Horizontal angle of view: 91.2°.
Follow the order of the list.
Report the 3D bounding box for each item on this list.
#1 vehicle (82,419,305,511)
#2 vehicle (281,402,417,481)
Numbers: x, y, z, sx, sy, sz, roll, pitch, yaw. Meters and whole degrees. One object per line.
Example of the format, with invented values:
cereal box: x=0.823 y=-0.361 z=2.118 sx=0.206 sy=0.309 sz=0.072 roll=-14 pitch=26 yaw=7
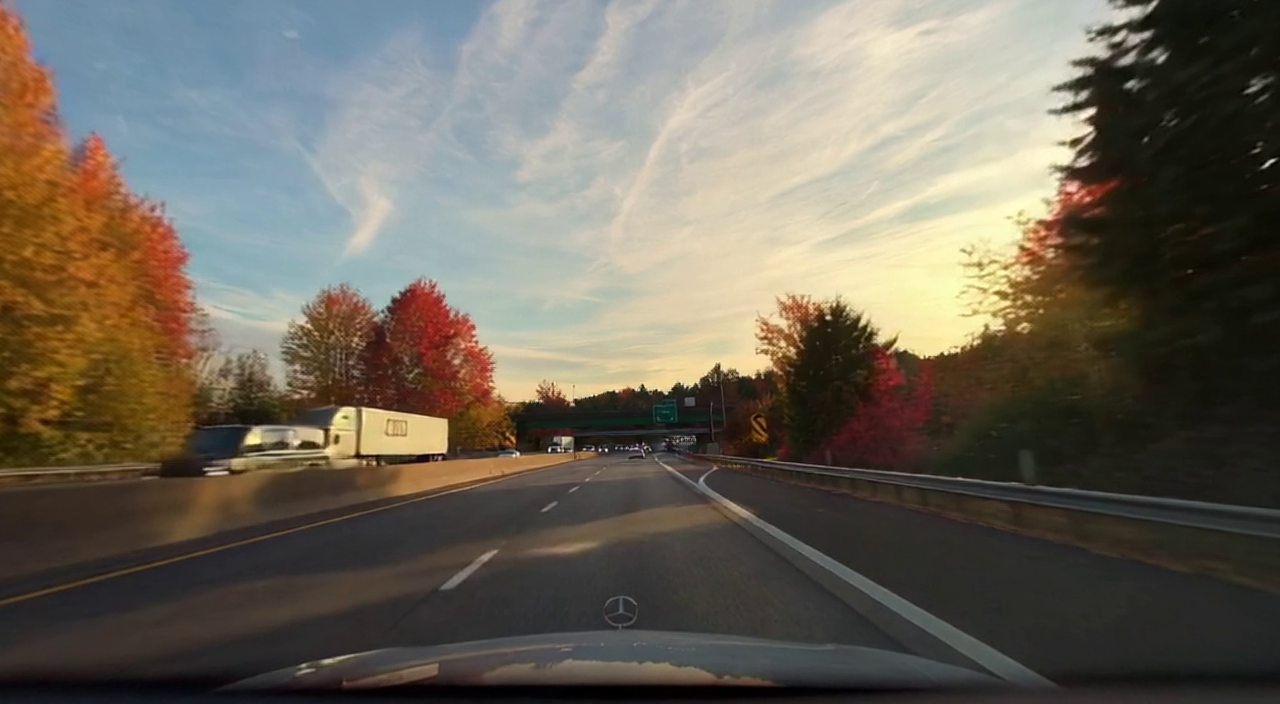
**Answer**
vehicle: x=-13.415 y=3.449 z=19.618 sx=2.440 sy=2.384 sz=6.087 roll=-1 pitch=-9 yaw=0
vehicle: x=-17.063 y=5.487 z=38.020 sx=3.153 sy=4.035 sz=10.671 roll=-1 pitch=-9 yaw=0
